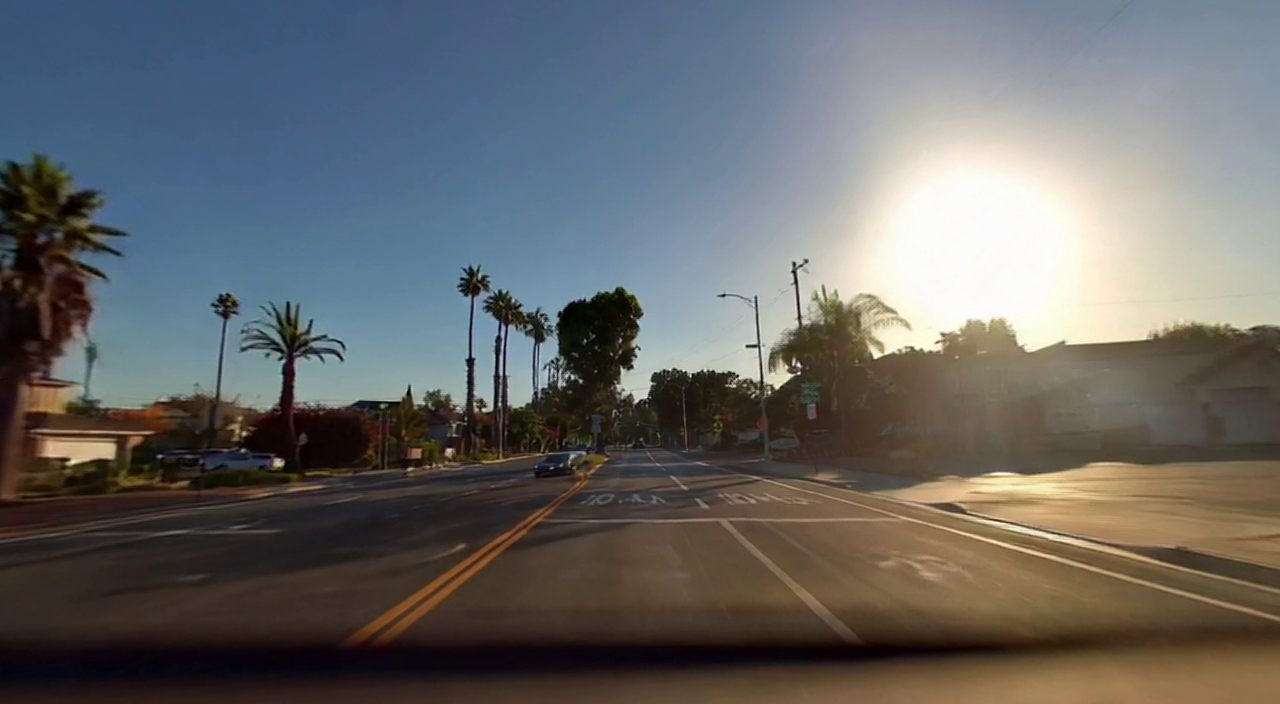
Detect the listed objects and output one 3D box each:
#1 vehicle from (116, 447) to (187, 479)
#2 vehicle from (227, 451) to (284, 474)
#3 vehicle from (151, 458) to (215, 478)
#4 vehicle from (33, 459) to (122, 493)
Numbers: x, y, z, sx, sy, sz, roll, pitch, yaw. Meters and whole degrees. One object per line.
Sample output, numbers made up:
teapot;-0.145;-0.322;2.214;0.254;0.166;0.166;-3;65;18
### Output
vehicle;-38.362;8.702;49.776;1.950;2.284;4.544;0;-8;-2
vehicle;-29.972;8.597;49.440;1.914;1.709;4.579;1;-9;-5
vehicle;-35.625;9.006;49.361;1.783;1.440;4.423;0;-9;-2
vehicle;-28.014;6.130;31.450;4.634;1.513;1.841;-6;-10;30
